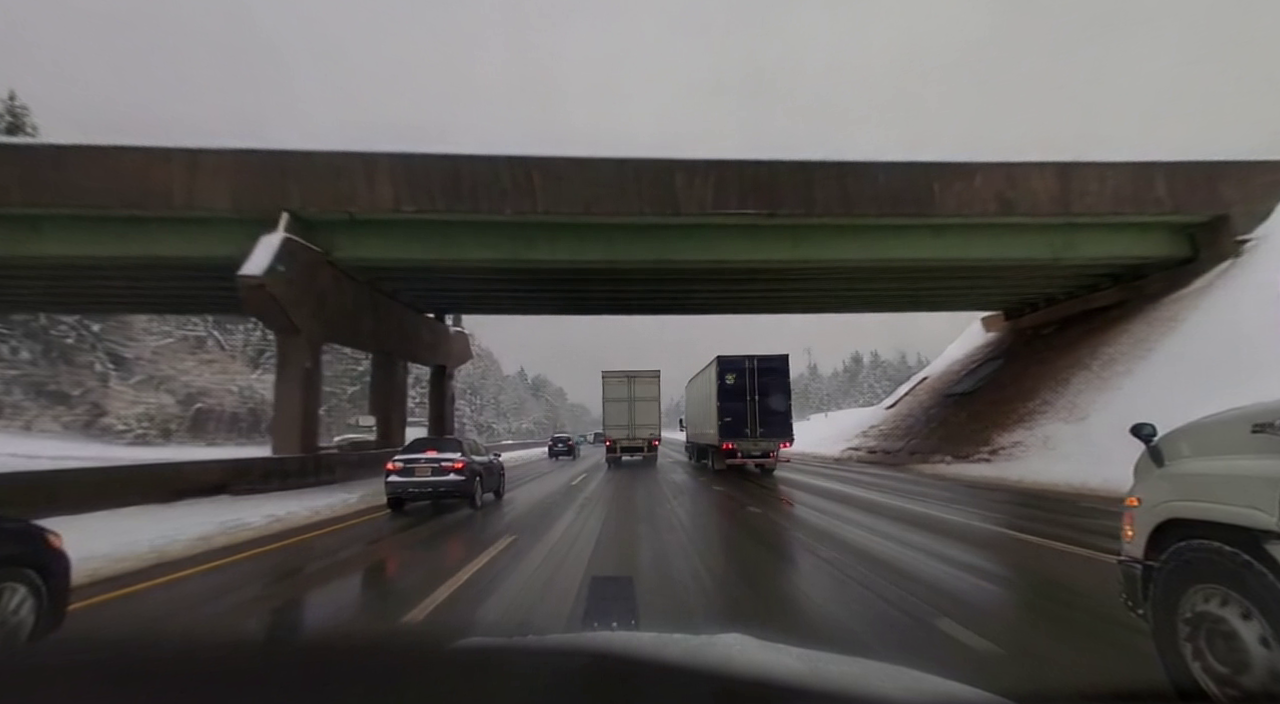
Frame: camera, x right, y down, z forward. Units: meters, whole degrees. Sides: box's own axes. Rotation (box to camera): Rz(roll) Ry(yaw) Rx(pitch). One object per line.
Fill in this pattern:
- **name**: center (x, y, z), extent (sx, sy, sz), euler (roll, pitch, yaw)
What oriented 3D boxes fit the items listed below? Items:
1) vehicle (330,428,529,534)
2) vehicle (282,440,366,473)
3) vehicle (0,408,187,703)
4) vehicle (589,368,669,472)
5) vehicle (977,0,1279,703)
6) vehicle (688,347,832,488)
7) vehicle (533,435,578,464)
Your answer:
- **vehicle**: center (-3.348, 2.114, 11.141), extent (1.894, 1.460, 4.662), euler (0, -8, 0)
- **vehicle**: center (-15.276, 5.043, 30.749), extent (1.848, 1.472, 4.398), euler (0, -8, -1)
- **vehicle**: center (-4.009, 0.861, 1.953), extent (1.923, 1.464, 4.449), euler (0, -8, 0)
- **vehicle**: center (-0.417, 3.376, 30.091), extent (3.090, 4.065, 10.702), euler (0, -8, 0)
- **vehicle**: center (3.972, -0.415, 1.296), extent (3.074, 3.896, 5.910), euler (0, -8, -1)
- **vehicle**: center (3.733, 2.563, 23.182), extent (2.817, 3.886, 11.491), euler (0, -8, -1)
- **vehicle**: center (-4.601, 5.354, 34.816), extent (2.049, 1.483, 3.786), euler (0, -8, -1)
